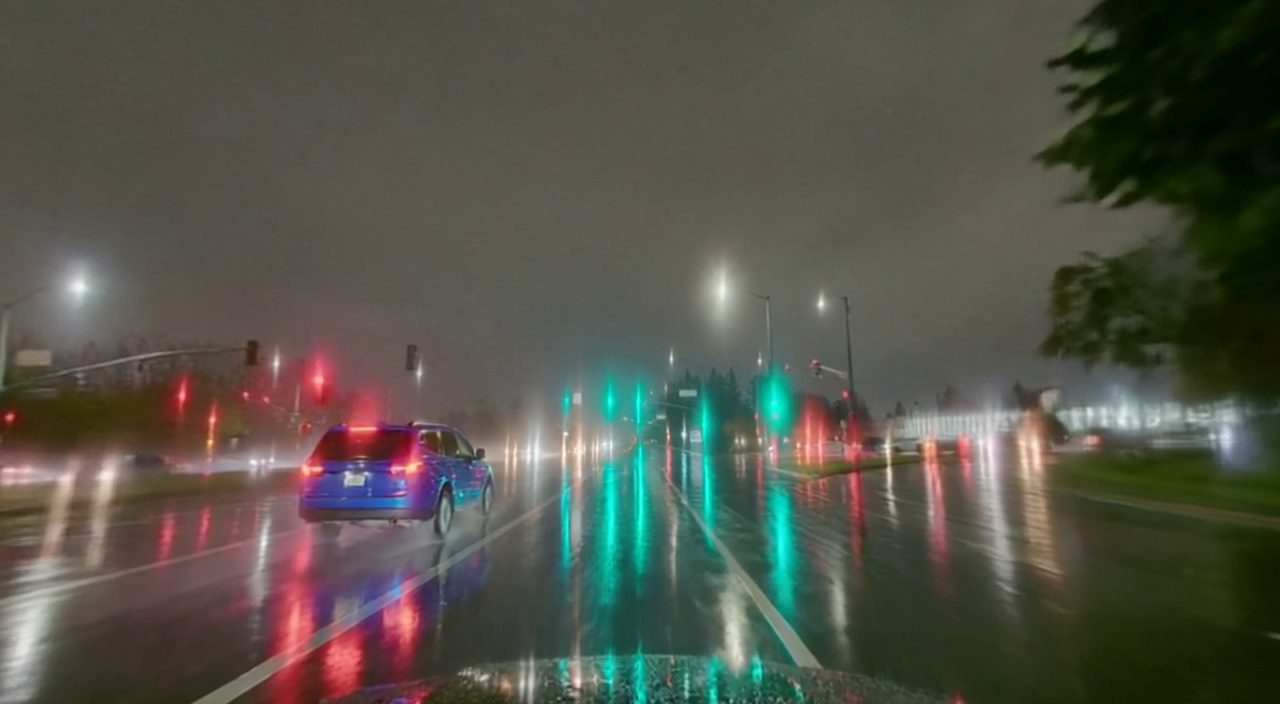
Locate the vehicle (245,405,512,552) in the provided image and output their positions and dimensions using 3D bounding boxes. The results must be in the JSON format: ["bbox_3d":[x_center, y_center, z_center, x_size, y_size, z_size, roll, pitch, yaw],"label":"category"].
[{"bbox_3d":[-3.791,1.956,10.408,2.178,1.826,4.933,0,-9,2],"label":"vehicle"}]

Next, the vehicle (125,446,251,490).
[{"bbox_3d":[-18.317,4.686,25.738,1.963,1.643,4.221,0,-9,1],"label":"vehicle"}]

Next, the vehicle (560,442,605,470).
[{"bbox_3d":[-3.154,5.832,35.422,2.023,1.483,4.143,0,-9,2],"label":"vehicle"}]

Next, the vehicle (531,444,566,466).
[{"bbox_3d":[-6.660,7.537,46.144,1.933,1.477,4.119,0,-9,1],"label":"vehicle"}]

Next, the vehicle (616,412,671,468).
[{"bbox_3d":[0.256,5.289,37.570,2.993,3.051,6.692,0,-9,1],"label":"vehicle"}]

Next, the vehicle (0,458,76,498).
[{"bbox_3d":[-28.863,5.705,28.558,2.028,1.652,4.607,0,-9,1],"label":"vehicle"}]
